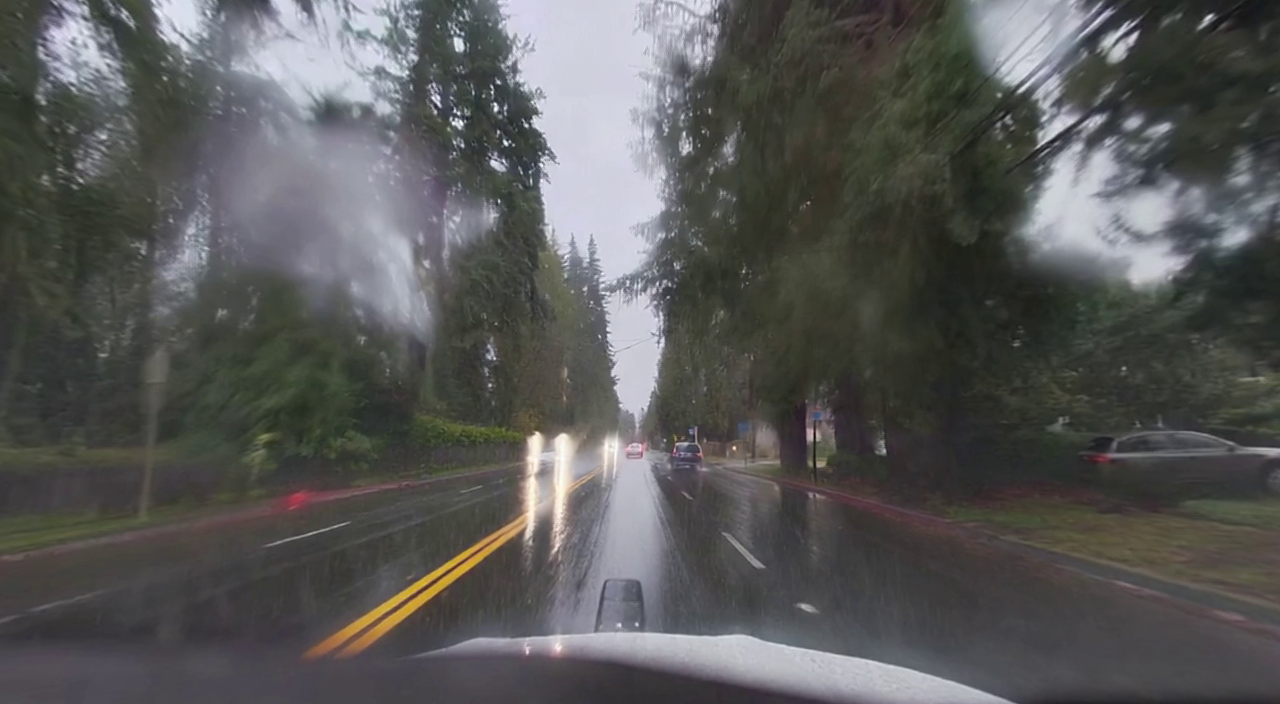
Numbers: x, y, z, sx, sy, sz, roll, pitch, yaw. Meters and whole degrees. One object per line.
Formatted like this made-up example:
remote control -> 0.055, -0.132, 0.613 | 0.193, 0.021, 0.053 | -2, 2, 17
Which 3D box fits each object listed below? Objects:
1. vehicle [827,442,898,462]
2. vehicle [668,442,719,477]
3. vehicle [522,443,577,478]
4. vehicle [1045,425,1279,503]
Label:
vehicle -> 16.727, 7.553, 47.456 | 4.672, 1.463, 1.863 | 0, -8, 0
vehicle -> 2.362, 4.854, 28.717 | 1.975, 1.497, 3.647 | 0, -8, -1
vehicle -> -4.155, 5.031, 29.392 | 1.959, 1.494, 3.875 | 0, -8, 0
vehicle -> 11.638, 2.299, 13.134 | 4.870, 1.480, 2.070 | 0, -8, 2
